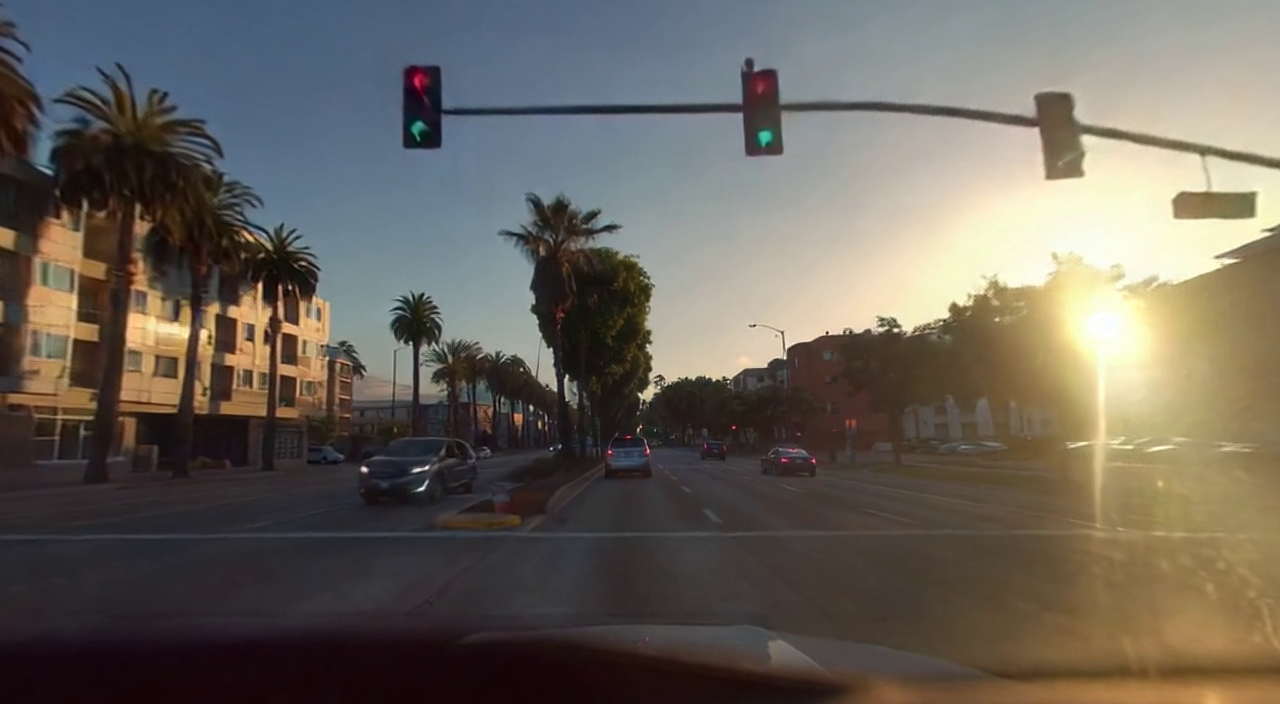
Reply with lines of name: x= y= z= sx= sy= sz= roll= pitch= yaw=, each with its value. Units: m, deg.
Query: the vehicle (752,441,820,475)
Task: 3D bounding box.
vehicle: x=6.793 y=4.969 z=29.787 sx=1.975 sy=1.483 sz=4.769 roll=0 pitch=-8 yaw=-1

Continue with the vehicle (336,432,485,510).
vehicle: x=-5.257 y=2.744 z=15.108 sx=2.028 sy=1.489 sz=4.386 roll=-3 pitch=-8 yaw=-1

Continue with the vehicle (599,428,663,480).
vehicle: x=-0.315 y=3.956 z=24.608 sx=2.277 sy=1.816 sz=4.192 roll=0 pitch=-8 yaw=0
